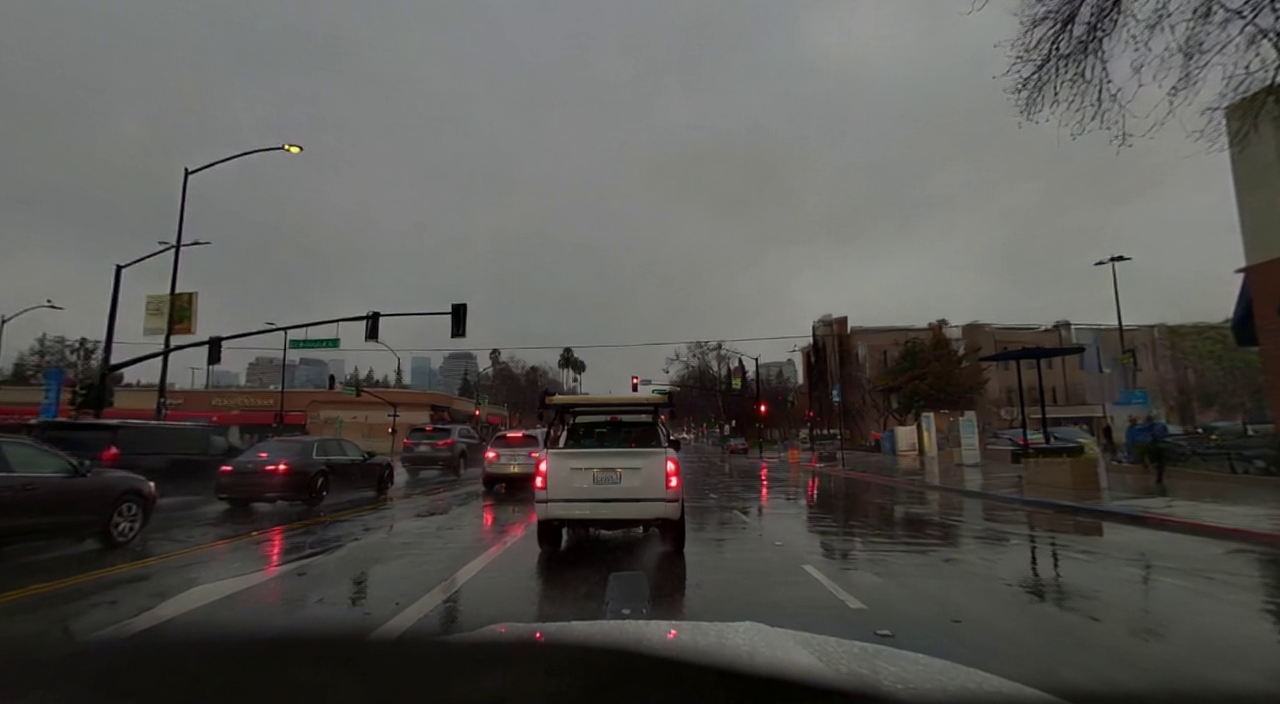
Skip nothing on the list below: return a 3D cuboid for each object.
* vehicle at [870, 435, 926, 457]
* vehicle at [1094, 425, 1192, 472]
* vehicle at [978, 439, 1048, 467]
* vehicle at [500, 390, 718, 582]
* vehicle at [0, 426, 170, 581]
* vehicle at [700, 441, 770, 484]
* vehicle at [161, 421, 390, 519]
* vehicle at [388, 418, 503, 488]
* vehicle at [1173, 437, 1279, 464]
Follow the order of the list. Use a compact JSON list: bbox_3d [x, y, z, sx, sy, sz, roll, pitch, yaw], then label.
[{"bbox_3d":[20.098,7.326,49.048,4.361,1.653,2.034,6,-11,-37],"label":"vehicle"},{"bbox_3d":[19.226,3.666,24.040,4.156,1.622,1.924,7,-11,-38],"label":"vehicle"},{"bbox_3d":[20.096,5.409,33.927,3.836,1.443,1.694,5,-10,-35],"label":"vehicle"},{"bbox_3d":[-0.315,1.596,8.231,2.064,1.817,4.298,0,-8,-1],"label":"vehicle"},{"bbox_3d":[-6.963,1.420,5.852,1.831,1.451,4.382,0,-8,-1],"label":"vehicle"},{"bbox_3d":[3.425,4.050,23.509,2.023,1.441,4.240,0,-8,1],"label":"vehicle"},{"bbox_3d":[-7.142,2.358,13.071,1.941,1.655,4.503,0,-8,1],"label":"vehicle"},{"bbox_3d":[-6.475,3.438,21.666,2.496,2.112,4.351,0,-8,0],"label":"vehicle"},{"bbox_3d":[29.718,4.952,31.668,4.176,1.313,1.719,0,-8,2],"label":"vehicle"}]
